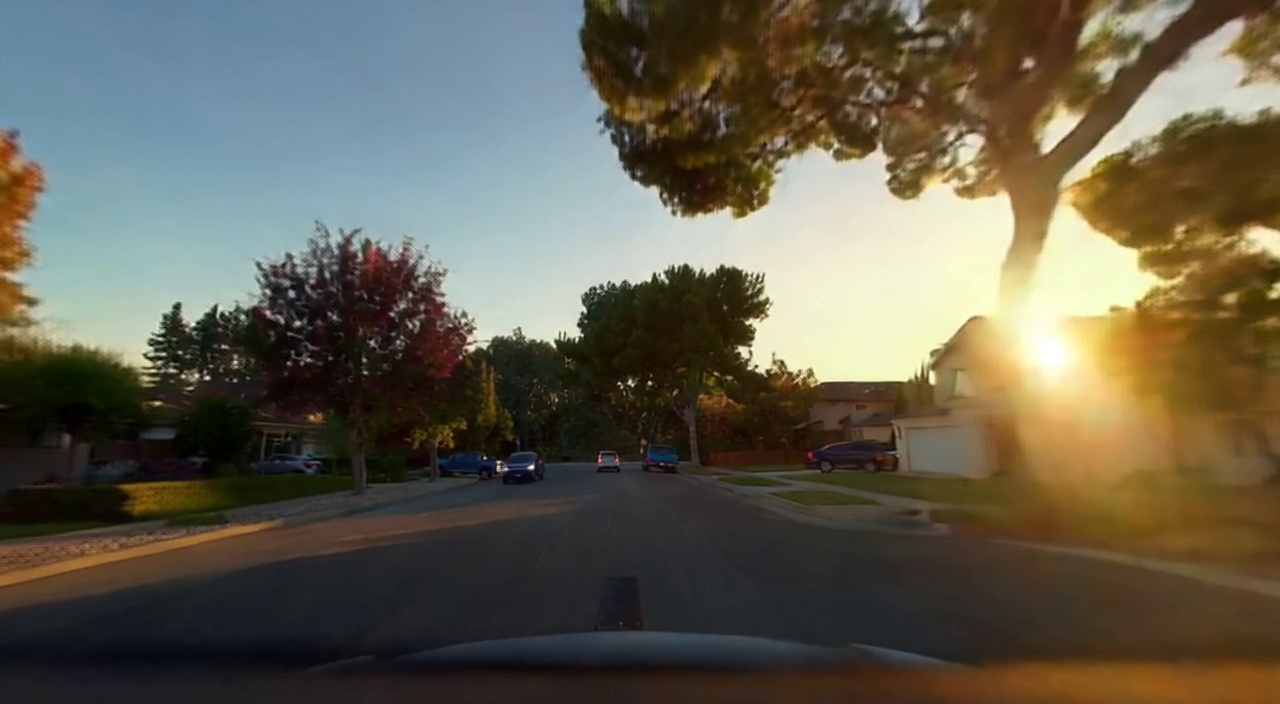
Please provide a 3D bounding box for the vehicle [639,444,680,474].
[{"bbox_3d":[1.249,7.387,44.036,2.394,1.901,5.759,0,-9,-3],"label":"vehicle"}]

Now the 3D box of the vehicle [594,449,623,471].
[{"bbox_3d":[-2.324,7.974,46.765,2.064,1.477,3.968,0,-9,-2],"label":"vehicle"}]

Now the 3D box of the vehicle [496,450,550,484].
[{"bbox_3d":[-5.786,5.719,31.710,1.926,1.513,4.236,0,-9,0],"label":"vehicle"}]

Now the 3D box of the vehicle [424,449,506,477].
[{"bbox_3d":[-11.712,7.456,42.515,4.947,1.769,2.023,0,-9,-1],"label":"vehicle"}]
